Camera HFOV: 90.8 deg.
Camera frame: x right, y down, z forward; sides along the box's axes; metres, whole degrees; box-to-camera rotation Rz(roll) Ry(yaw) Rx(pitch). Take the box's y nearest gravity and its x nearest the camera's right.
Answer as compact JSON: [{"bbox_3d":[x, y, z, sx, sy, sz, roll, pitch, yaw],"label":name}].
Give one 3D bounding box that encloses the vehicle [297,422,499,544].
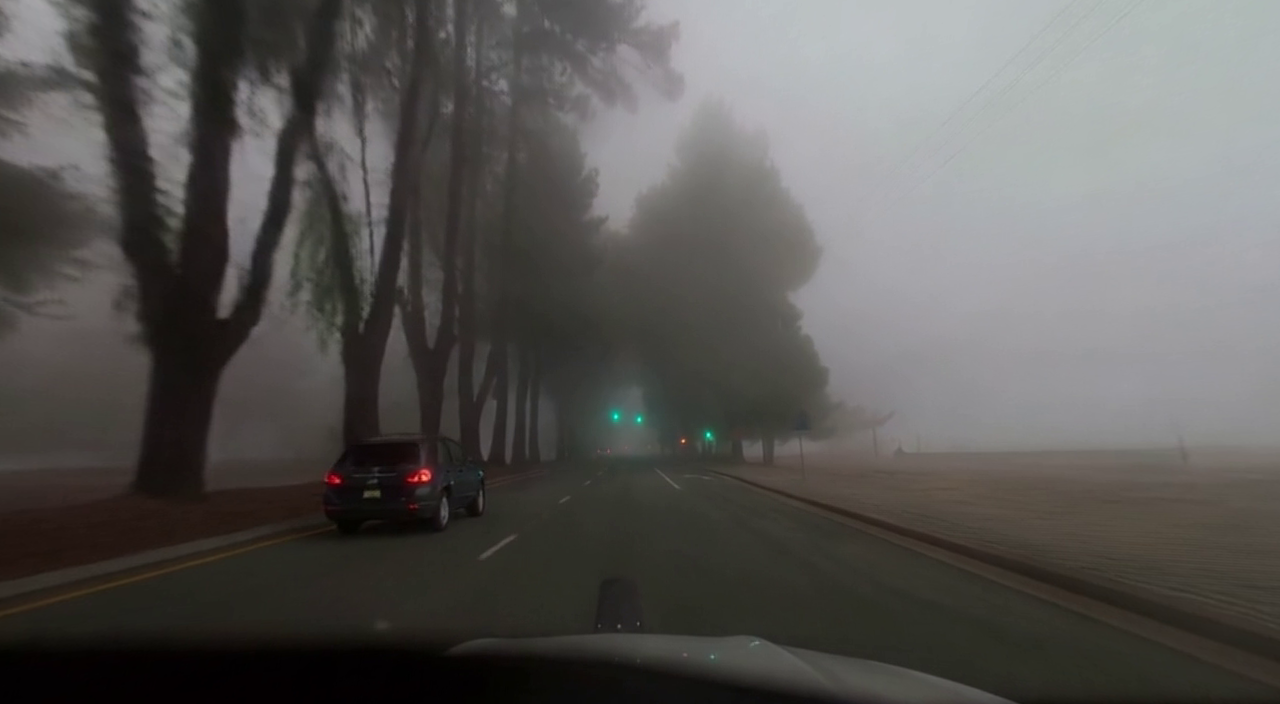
[{"bbox_3d":[-3.982,2.213,11.254,2.018,1.769,3.897,0,-9,0],"label":"vehicle"}]
